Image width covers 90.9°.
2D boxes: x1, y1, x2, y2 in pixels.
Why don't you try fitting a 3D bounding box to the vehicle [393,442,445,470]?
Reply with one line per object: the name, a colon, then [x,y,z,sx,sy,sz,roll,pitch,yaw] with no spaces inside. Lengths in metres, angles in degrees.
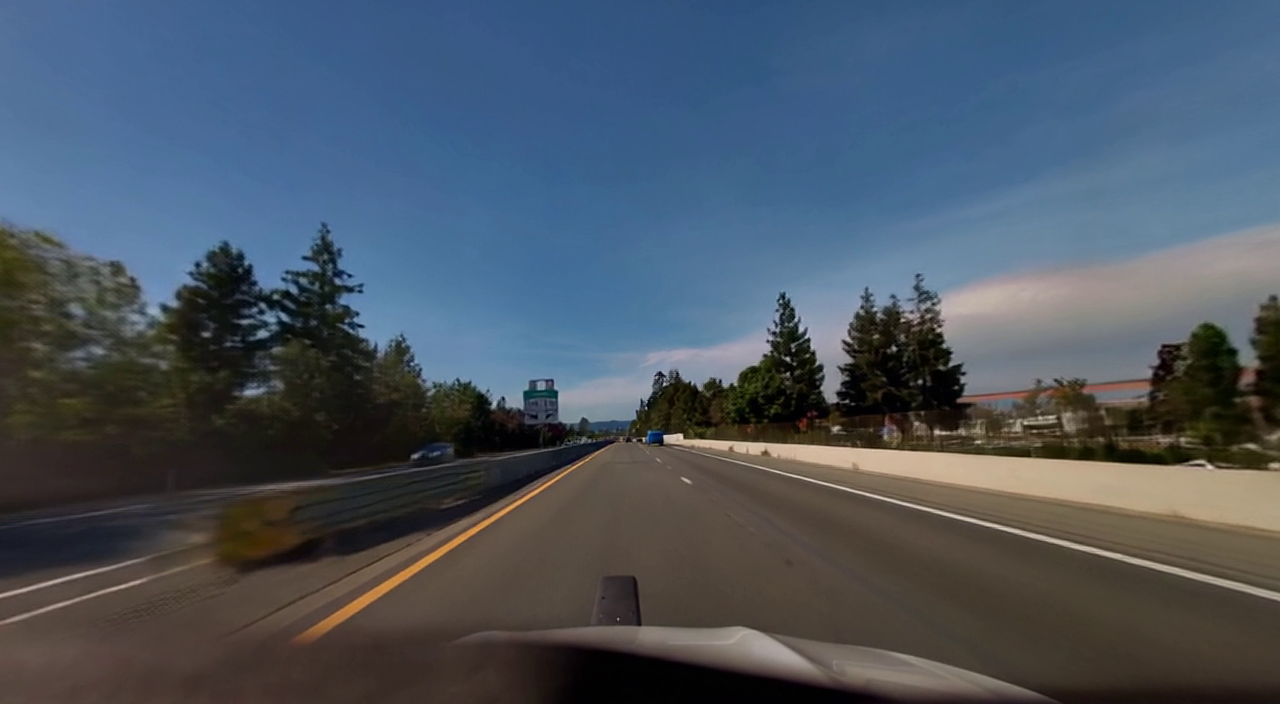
vehicle: [-13.140,6.207,37.727,1.818,1.495,3.894,-2,-8,-1]
